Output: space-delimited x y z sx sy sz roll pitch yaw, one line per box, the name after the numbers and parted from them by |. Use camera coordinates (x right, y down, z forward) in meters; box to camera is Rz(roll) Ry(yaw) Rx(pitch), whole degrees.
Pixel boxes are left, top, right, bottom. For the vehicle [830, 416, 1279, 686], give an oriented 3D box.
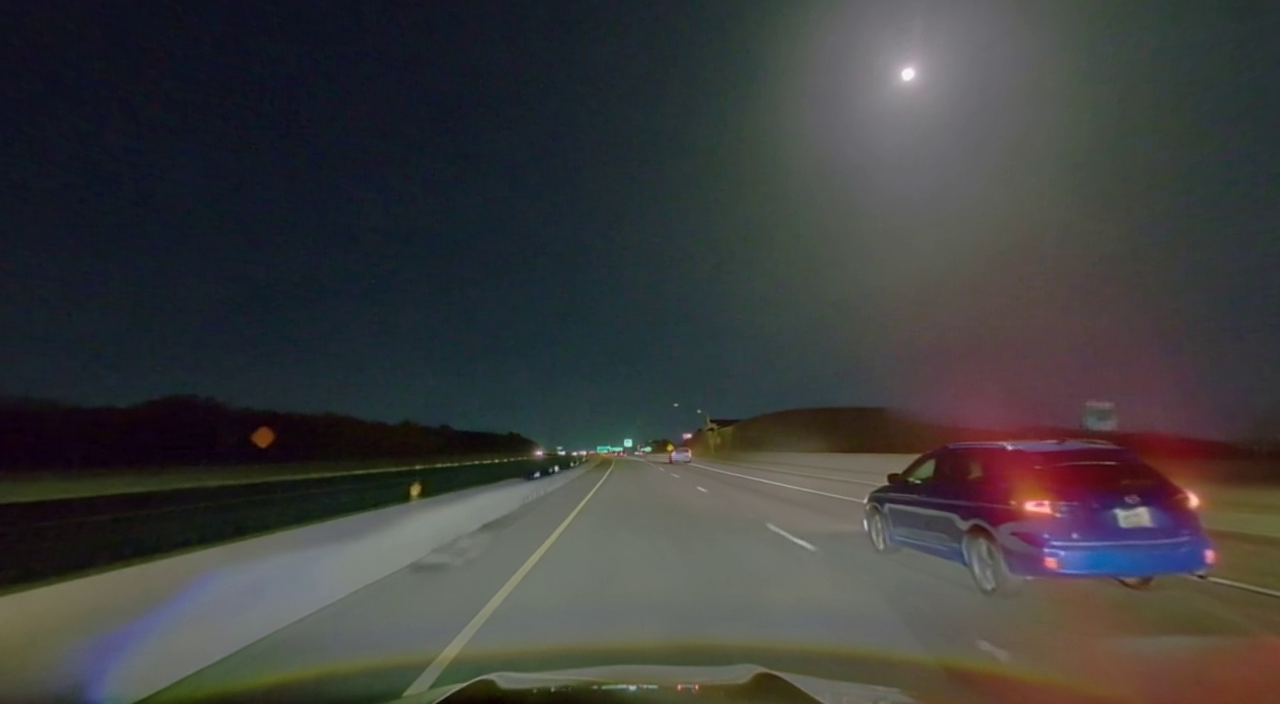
3.518 1.538 6.008 2.002 1.604 4.265 0 -9 -1 | vehicle
